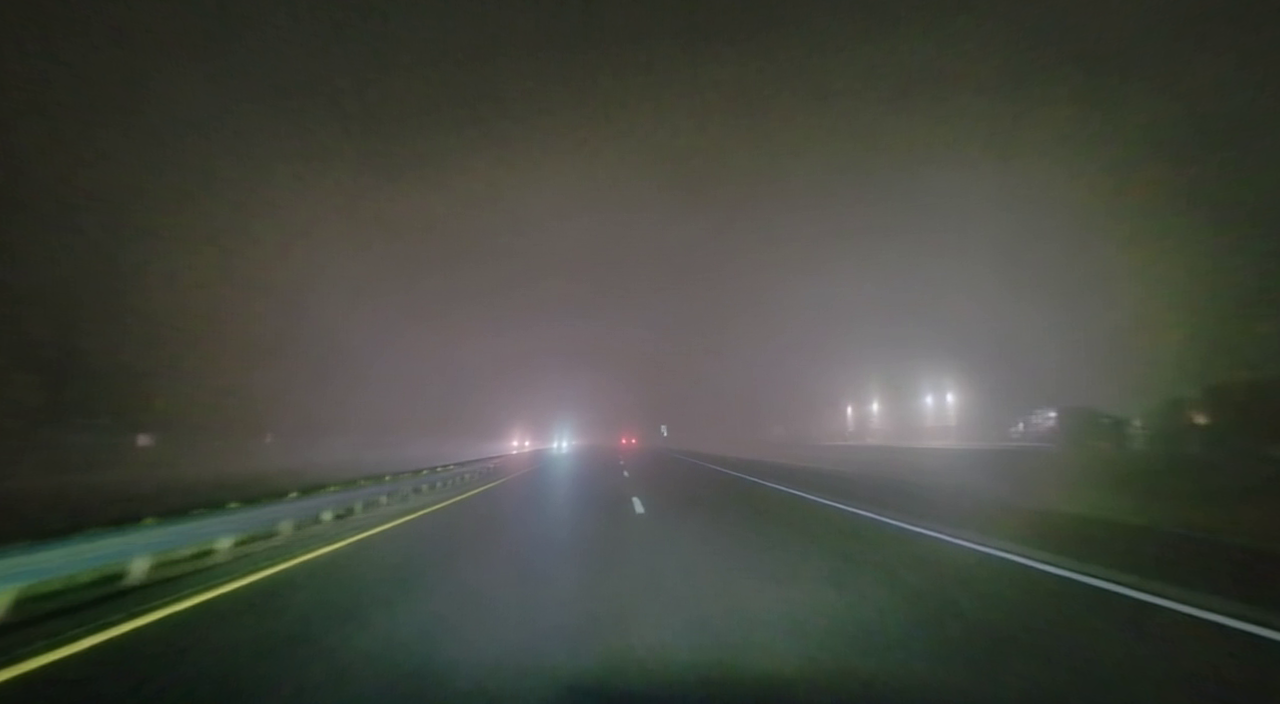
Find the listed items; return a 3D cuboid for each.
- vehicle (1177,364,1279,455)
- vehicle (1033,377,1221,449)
[{"bbox_3d":[31.824,2.406,28.034,3.114,4.328,18.495,-5,-8,12],"label":"vehicle"},{"bbox_3d":[35.817,4.984,47.992,3.267,4.400,17.445,-3,-8,10],"label":"vehicle"}]
